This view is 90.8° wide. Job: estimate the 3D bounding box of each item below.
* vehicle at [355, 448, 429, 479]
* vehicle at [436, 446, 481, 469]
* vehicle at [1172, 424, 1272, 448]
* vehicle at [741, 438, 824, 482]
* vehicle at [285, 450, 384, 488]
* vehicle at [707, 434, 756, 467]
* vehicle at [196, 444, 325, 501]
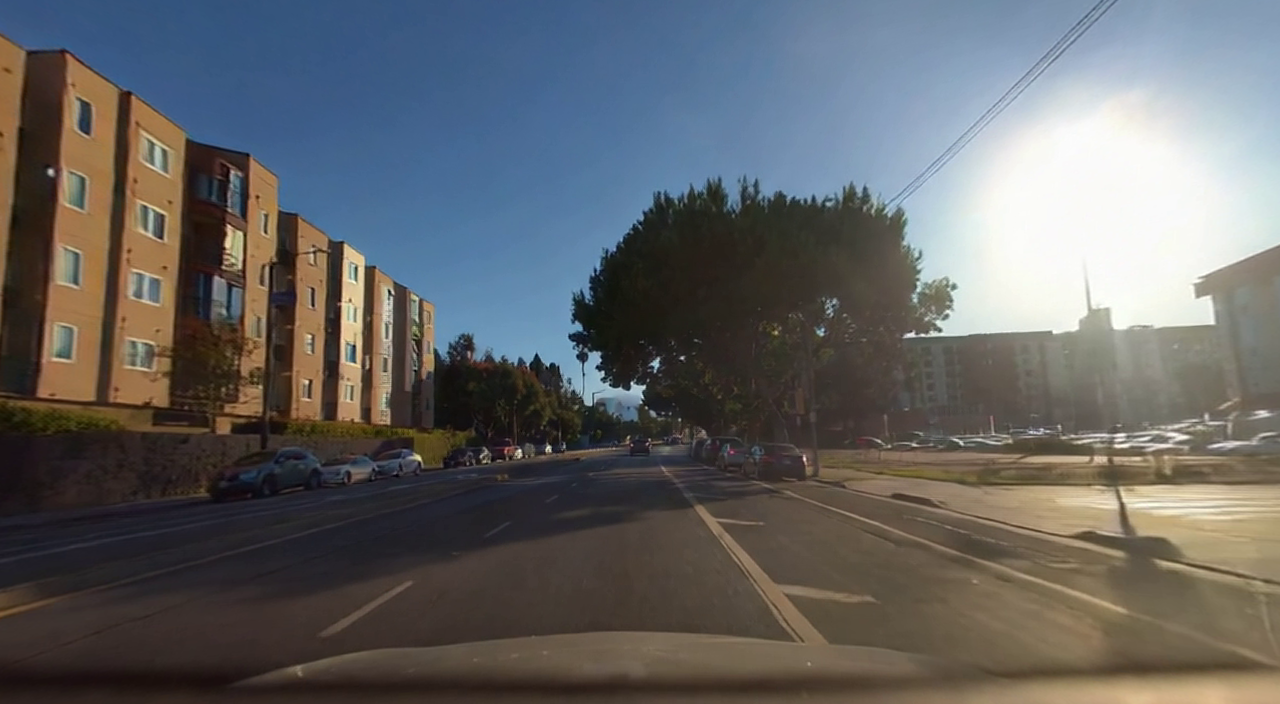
[{"bbox_3d":[-12.865,5.800,33.127,1.889,1.461,4.608,0,-8,2],"label":"vehicle"},{"bbox_3d":[-12.605,7.309,44.075,1.926,1.499,3.869,0,-8,0],"label":"vehicle"},{"bbox_3d":[38.563,5.590,42.062,2.022,1.491,4.896,0,-8,1],"label":"vehicle"},{"bbox_3d":[5.210,4.010,23.783,2.085,1.466,4.276,0,-8,-1],"label":"vehicle"},{"bbox_3d":[-12.926,4.943,27.092,1.779,1.433,4.633,0,-8,2],"label":"vehicle"},{"bbox_3d":[5.364,5.806,37.595,2.102,1.781,5.470,0,-8,0],"label":"vehicle"},{"bbox_3d":[-12.832,4.045,21.736,1.908,1.694,4.306,0,-8,-3],"label":"vehicle"}]
